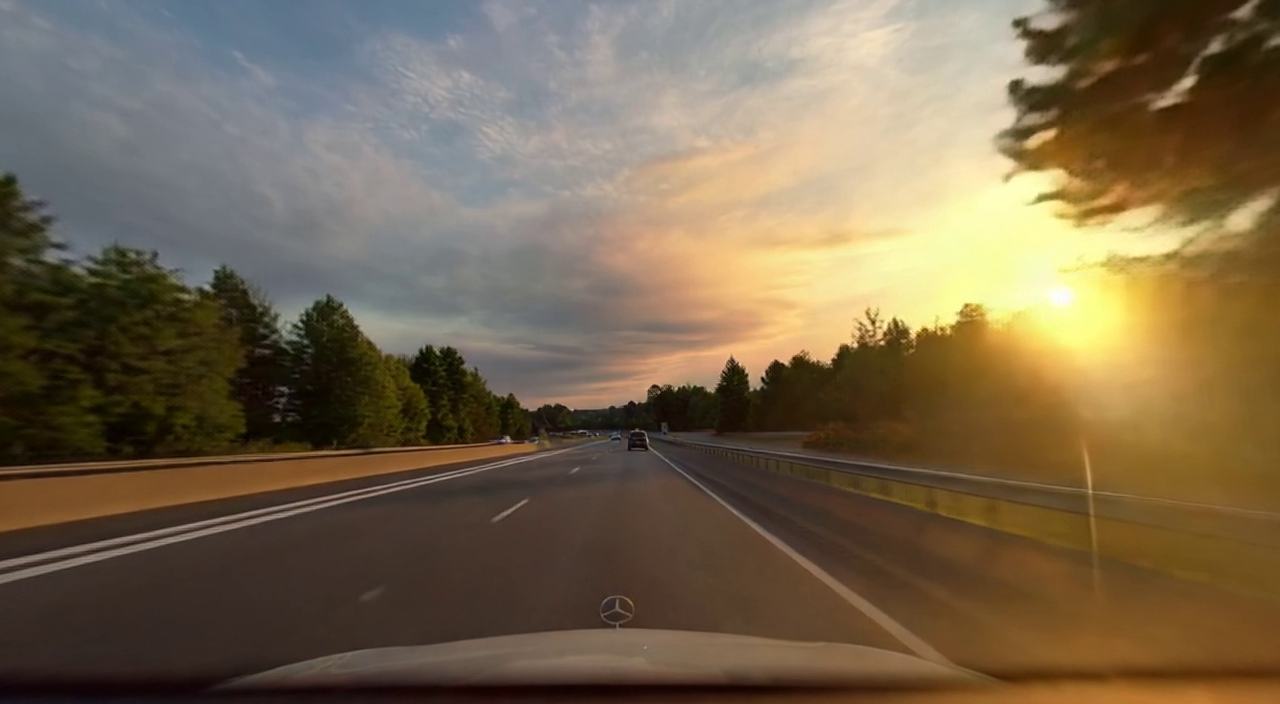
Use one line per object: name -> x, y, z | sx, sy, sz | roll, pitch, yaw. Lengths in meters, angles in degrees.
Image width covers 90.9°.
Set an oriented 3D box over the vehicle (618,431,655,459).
vehicle -> -0.227, 5.789, 39.370 | 2.134, 1.654, 4.174 | 0, -8, -1
